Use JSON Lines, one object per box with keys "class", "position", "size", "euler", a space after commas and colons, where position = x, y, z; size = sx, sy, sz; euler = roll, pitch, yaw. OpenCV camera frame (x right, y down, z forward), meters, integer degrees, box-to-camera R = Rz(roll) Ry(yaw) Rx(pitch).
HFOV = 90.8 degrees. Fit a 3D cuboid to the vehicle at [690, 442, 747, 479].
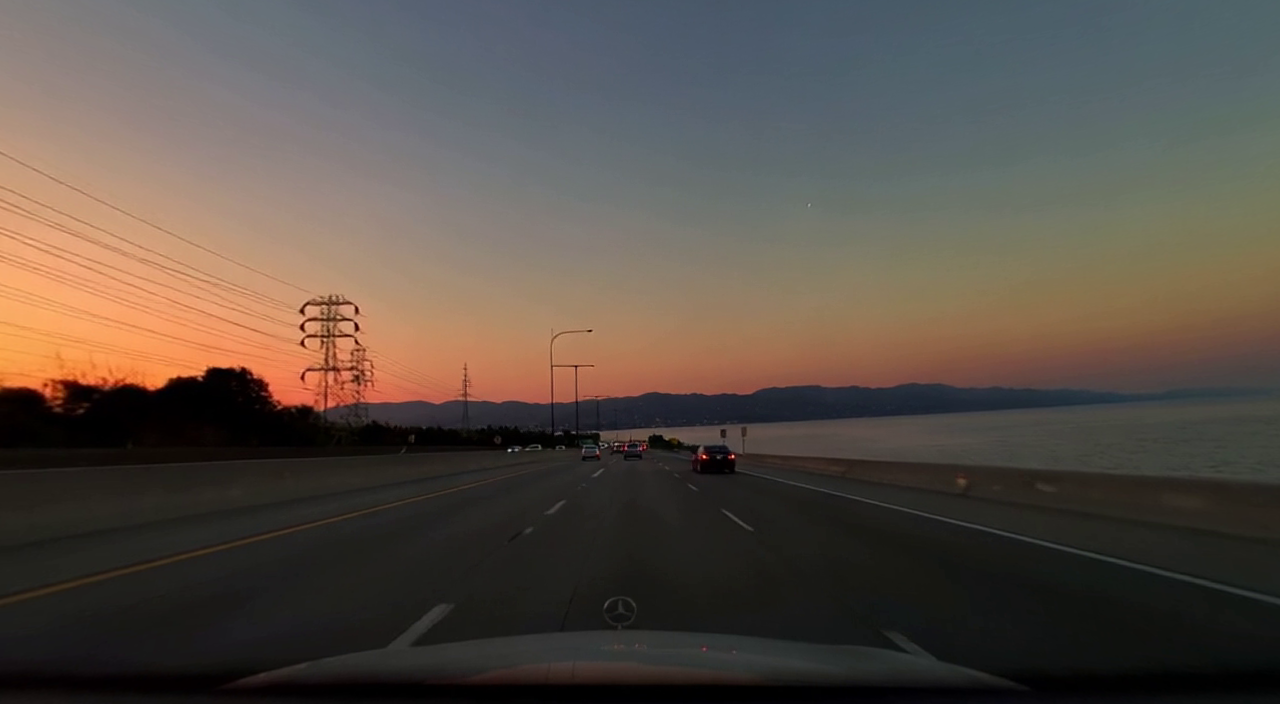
{"class": "vehicle", "position": [3.423, 4.807, 28.323], "size": [1.890, 1.490, 4.373], "euler": [0, -8, -1]}
